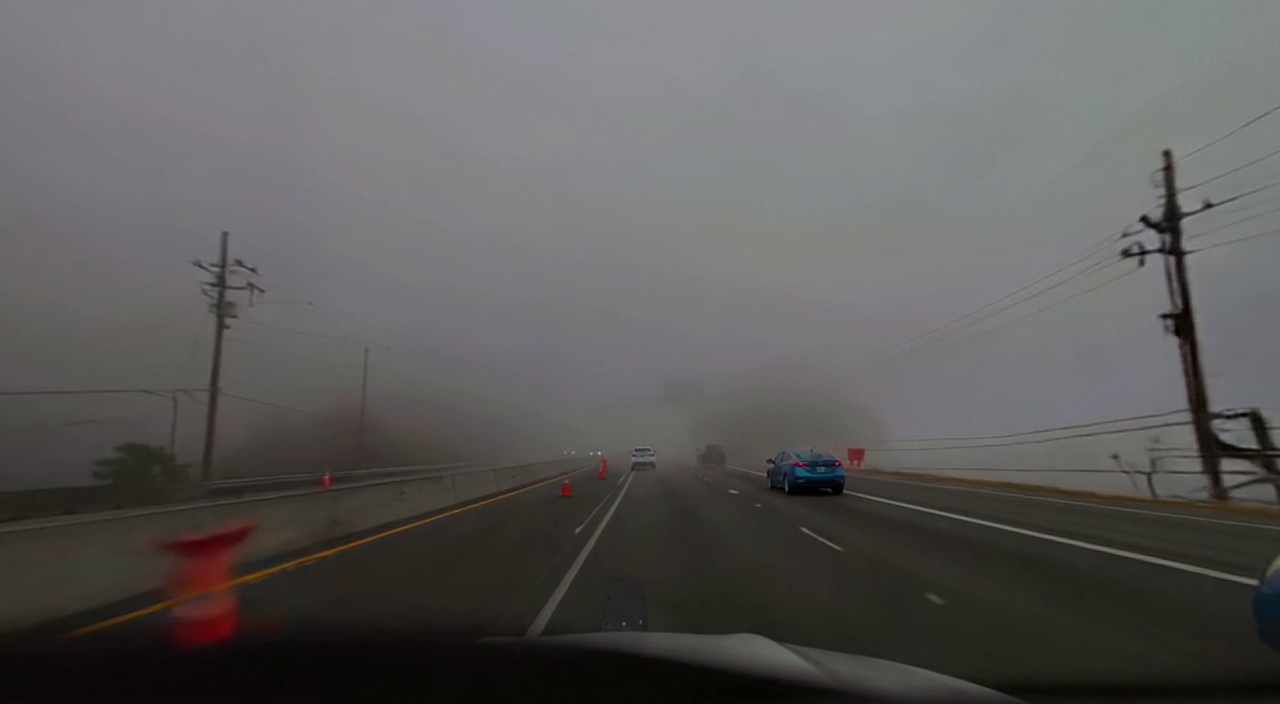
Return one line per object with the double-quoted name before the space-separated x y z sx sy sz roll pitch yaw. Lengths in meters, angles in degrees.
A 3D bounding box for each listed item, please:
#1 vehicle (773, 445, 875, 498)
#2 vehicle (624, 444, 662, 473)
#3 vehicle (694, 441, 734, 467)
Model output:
"vehicle" 5.376 3.525 19.026 1.881 1.409 4.016 0 -8 0
"vehicle" 0.198 6.240 37.198 2.096 1.583 4.150 0 -8 0
"vehicle" 5.677 7.921 49.265 2.559 1.943 5.610 0 -8 1
